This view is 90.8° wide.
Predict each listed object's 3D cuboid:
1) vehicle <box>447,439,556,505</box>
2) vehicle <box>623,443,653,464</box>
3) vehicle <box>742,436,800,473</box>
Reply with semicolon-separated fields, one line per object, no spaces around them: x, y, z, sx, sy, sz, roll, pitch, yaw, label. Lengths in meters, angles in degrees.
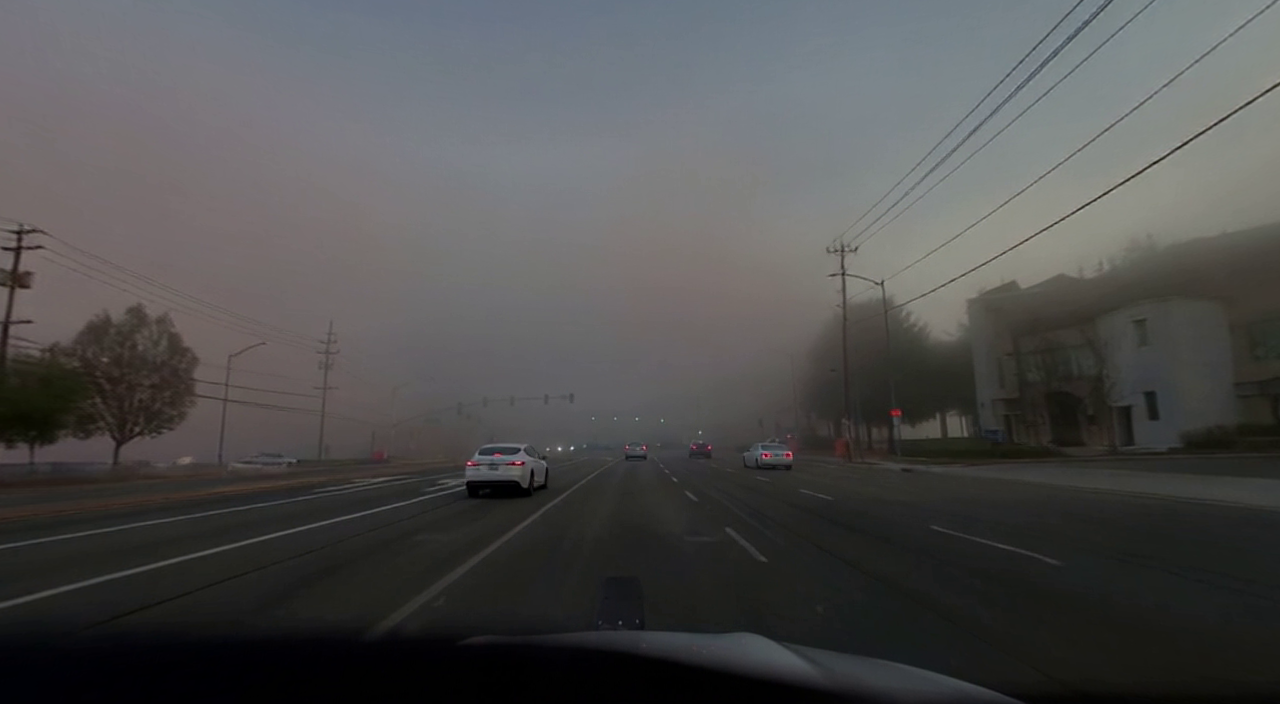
-3.391;3.013;16.357;1.837;1.463;4.311;0;-8;0;vehicle
-0.161;7.272;45.496;2.098;1.431;3.958;0;-8;-1;vehicle
6.538;5.156;32.032;1.945;1.706;4.190;0;-8;-2;vehicle
